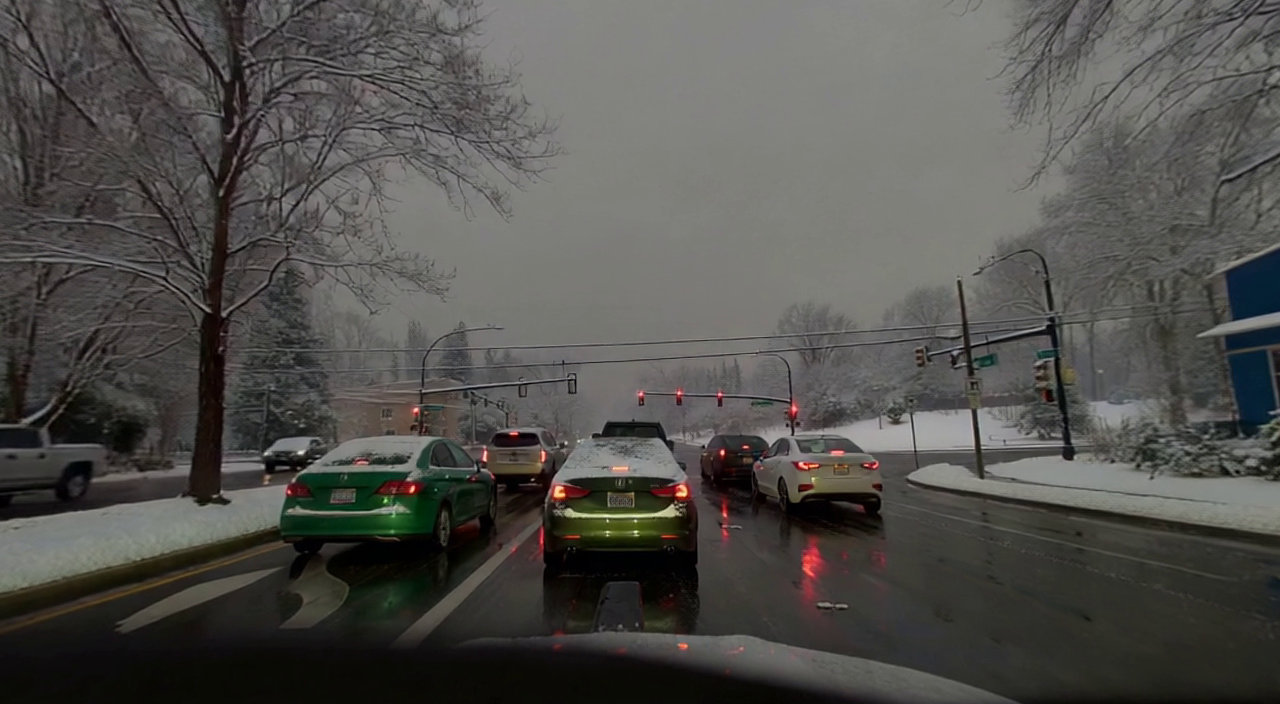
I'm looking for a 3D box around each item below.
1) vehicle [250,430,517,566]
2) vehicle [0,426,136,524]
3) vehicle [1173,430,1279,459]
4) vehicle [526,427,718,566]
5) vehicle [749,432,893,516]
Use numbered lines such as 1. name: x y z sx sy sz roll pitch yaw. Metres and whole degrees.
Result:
1. vehicle: -3.187 1.886 8.943 1.917 1.441 4.128 -1 -8 2
2. vehicle: -12.481 2.347 12.278 2.082 1.704 4.488 1 -8 -8
3. vehicle: 36.409 5.696 38.734 5.265 1.702 1.930 -5 -10 28
4. vehicle: -0.197 1.825 8.702 2.041 1.450 3.847 0 -8 0
5. vehicle: 3.572 2.464 13.260 1.880 1.476 3.932 0 -8 1
